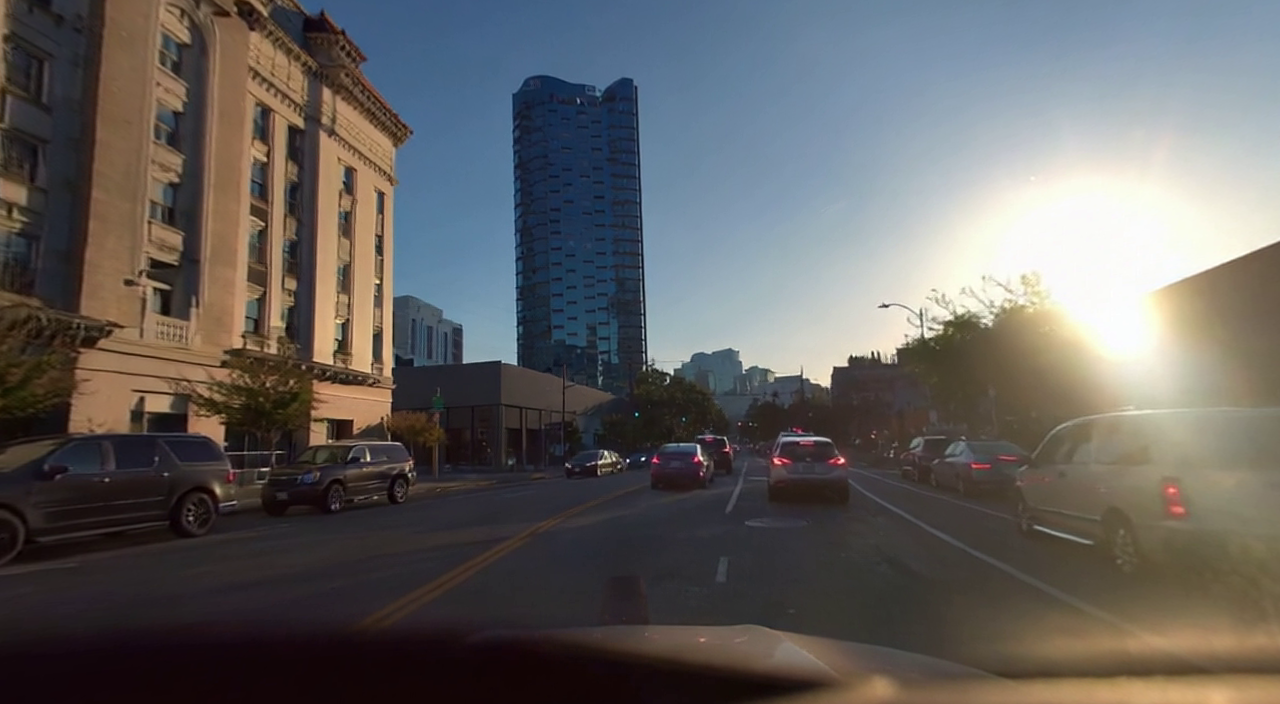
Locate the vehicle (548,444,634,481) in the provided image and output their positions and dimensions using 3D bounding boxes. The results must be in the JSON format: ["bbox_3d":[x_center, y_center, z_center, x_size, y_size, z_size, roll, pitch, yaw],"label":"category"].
[{"bbox_3d":[-2.131,4.975,28.768,1.928,1.503,4.322,-5,-9,27],"label":"vehicle"}]

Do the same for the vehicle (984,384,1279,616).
[{"bbox_3d":[5.713,1.428,7.046,2.088,1.775,4.454,-3,-8,14],"label":"vehicle"}]

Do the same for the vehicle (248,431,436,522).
[{"bbox_3d":[-7.427,3.067,16.318,1.934,1.770,4.546,-10,-9,11],"label":"vehicle"}]

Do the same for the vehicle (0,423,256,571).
[{"bbox_3d":[-8.824,2.083,9.688,2.070,1.854,4.985,-2,-8,11],"label":"vehicle"}]

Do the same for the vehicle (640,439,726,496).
[{"bbox_3d":[1.356,3.261,18.291,2.031,1.461,3.763,-2,-8,10],"label":"vehicle"}]

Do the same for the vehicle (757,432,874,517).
[{"bbox_3d":[3.599,2.517,13.544,1.982,1.510,4.144,-2,-8,11],"label":"vehicle"}]
